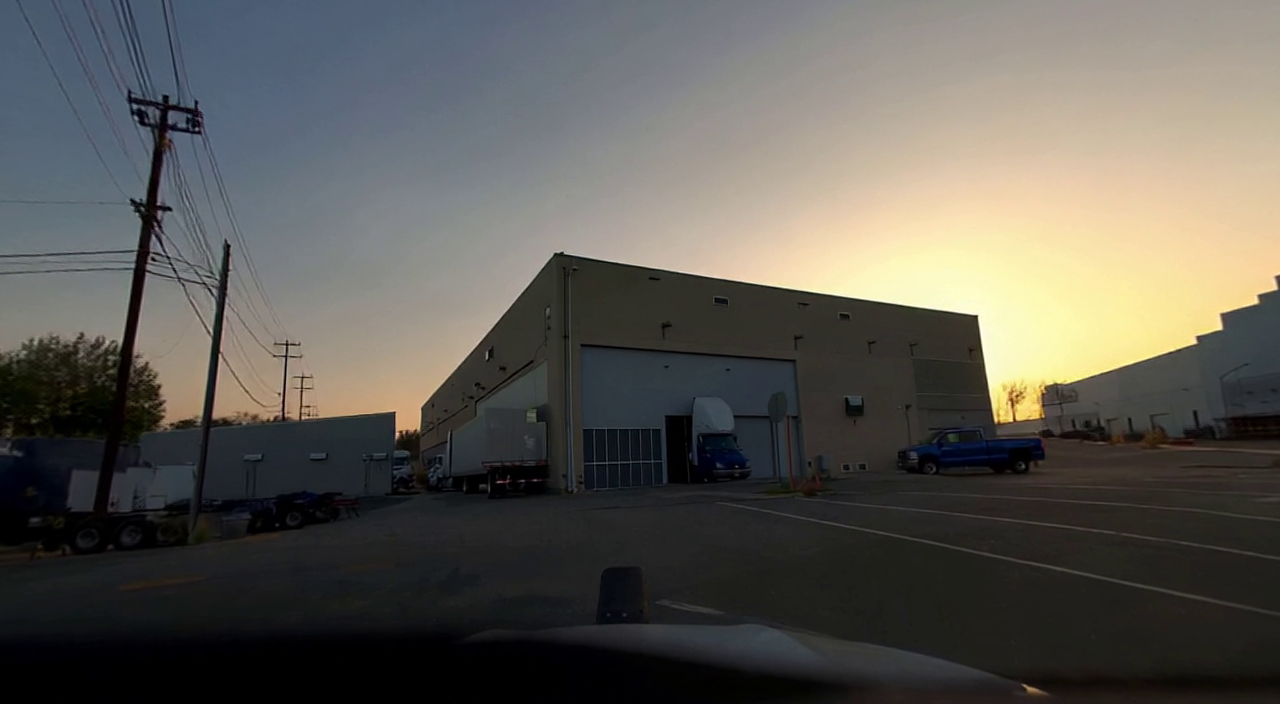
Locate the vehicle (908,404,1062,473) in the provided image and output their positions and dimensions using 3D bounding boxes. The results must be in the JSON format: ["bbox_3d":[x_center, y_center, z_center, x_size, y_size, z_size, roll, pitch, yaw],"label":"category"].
[{"bbox_3d":[17.468,4.433,32.117,6.271,3.004,2.298,-3,-10,-5],"label":"vehicle"}]

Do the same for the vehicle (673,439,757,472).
[{"bbox_3d":[4.893,6.815,41.659,5.207,2.103,1.997,0,-8,-4],"label":"vehicle"}]
